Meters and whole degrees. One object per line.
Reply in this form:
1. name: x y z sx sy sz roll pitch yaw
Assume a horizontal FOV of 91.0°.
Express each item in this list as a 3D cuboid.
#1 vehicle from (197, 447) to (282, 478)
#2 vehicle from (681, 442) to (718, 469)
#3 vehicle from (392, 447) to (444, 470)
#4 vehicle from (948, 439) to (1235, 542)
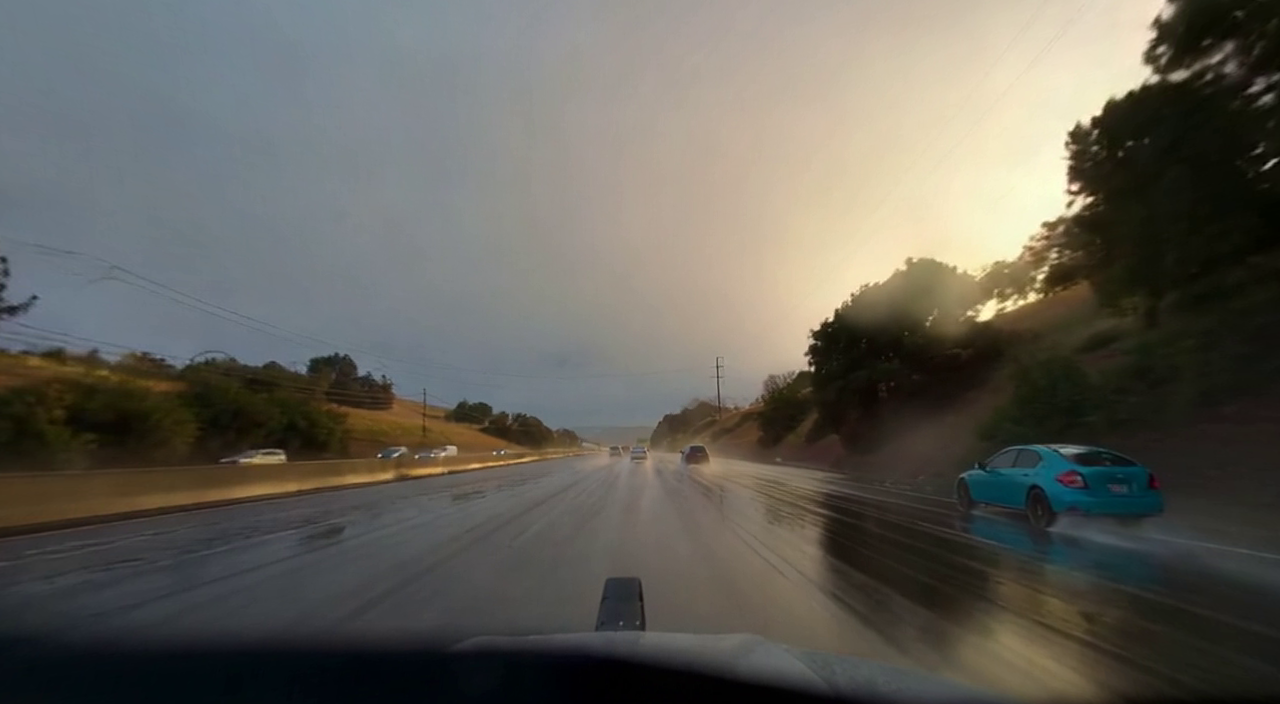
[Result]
1. vehicle: -23.520 6.464 37.191 1.962 1.642 4.490 0 -8 1
2. vehicle: 4.108 7.209 44.137 2.159 1.782 4.673 0 -8 0
3. vehicle: -15.884 7.622 45.313 1.905 1.556 4.773 0 -9 2
4. vehicle: 8.103 2.489 12.097 1.970 1.545 4.818 0 -8 0
